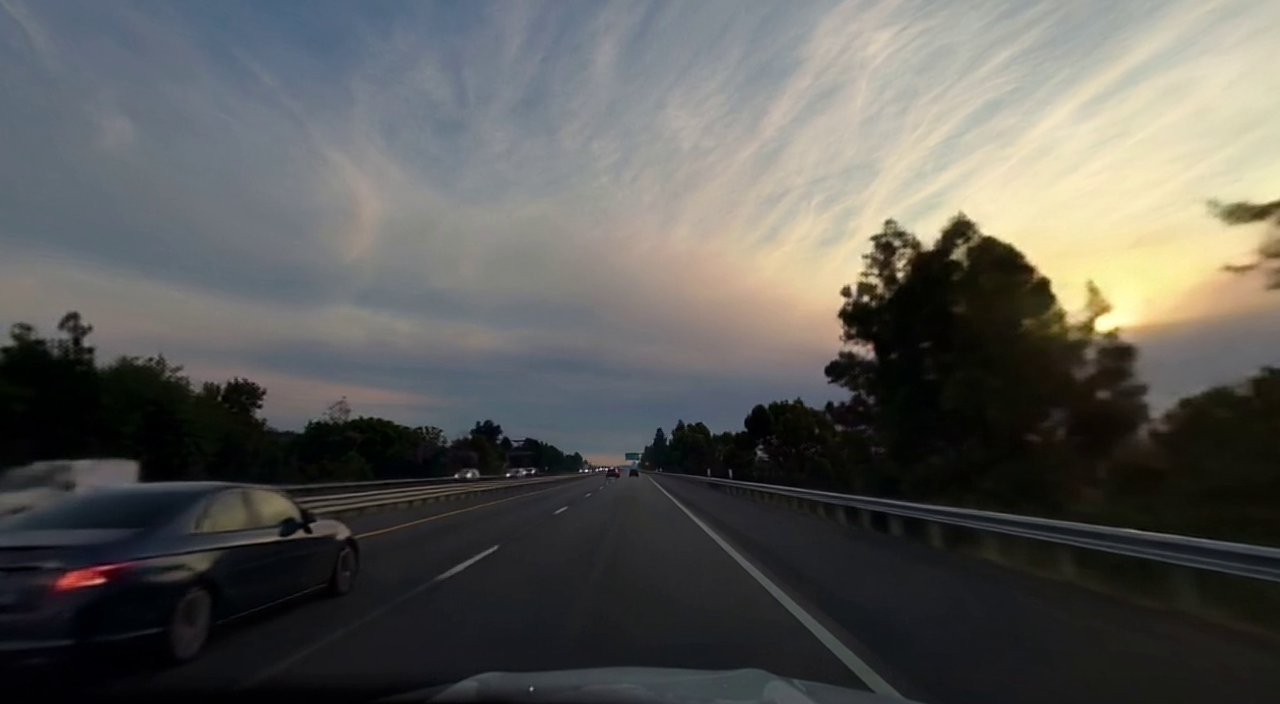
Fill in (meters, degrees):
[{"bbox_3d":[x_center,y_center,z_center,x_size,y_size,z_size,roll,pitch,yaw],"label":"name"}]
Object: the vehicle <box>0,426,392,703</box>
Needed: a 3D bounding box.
[{"bbox_3d":[-3.829,1.335,4.336,2.146,1.441,5.020,1,-11,0],"label":"vehicle"}]
